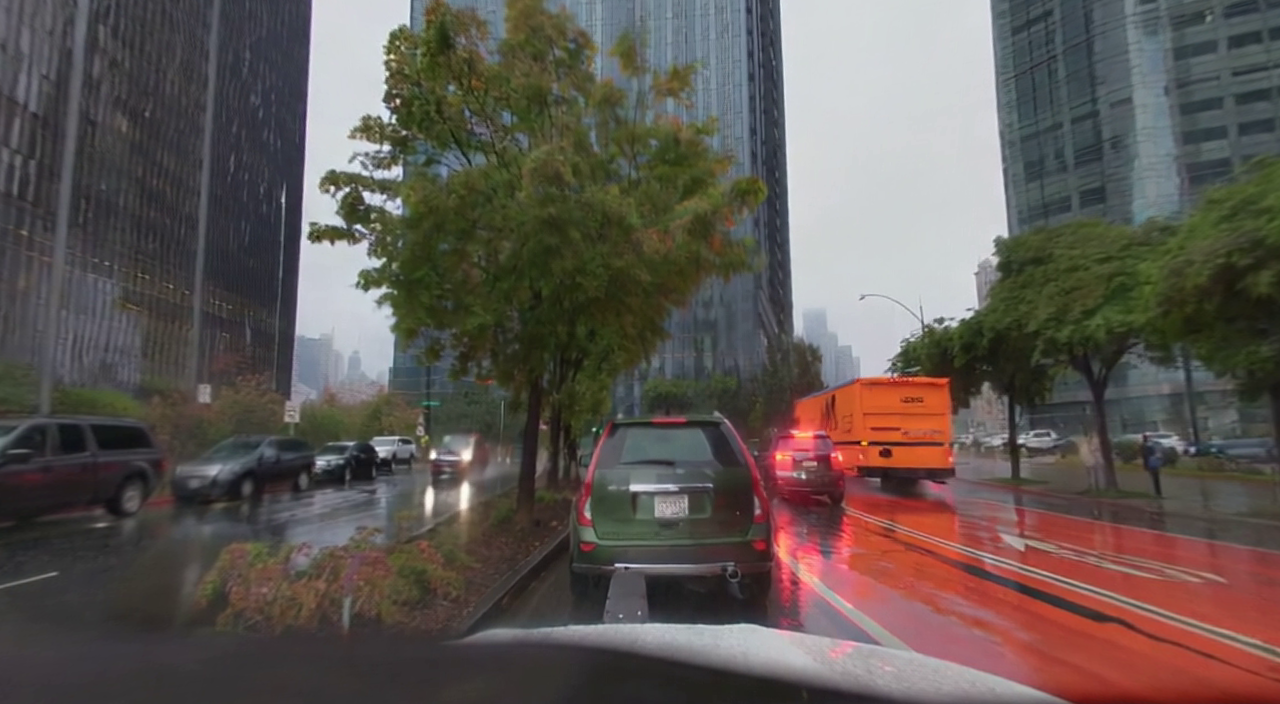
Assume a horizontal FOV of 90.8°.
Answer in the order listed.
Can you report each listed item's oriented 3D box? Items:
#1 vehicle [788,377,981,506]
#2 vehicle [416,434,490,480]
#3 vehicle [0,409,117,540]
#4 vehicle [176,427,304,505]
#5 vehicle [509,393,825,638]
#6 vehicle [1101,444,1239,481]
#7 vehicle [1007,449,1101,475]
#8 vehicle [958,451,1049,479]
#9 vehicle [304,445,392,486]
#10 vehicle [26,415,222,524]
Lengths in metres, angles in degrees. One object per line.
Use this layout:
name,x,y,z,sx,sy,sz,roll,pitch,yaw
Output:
vehicle,6.876,2.735,19.351,3.113,3.116,7.650,0,-8,3
vehicle,-7.934,4.503,27.369,2.198,1.779,4.926,1,-8,-6
vehicle,-10.478,1.925,10.004,1.543,1.946,3.454,1,-9,-6
vehicle,-11.196,3.183,17.998,1.559,1.973,3.419,1,-9,-5
vehicle,0.214,1.448,6.555,2.192,1.695,4.142,0,-8,1
vehicle,30.837,6.449,37.101,5.890,1.996,2.155,-6,-10,34
vehicle,28.083,7.434,42.956,5.153,1.626,1.895,-6,-10,34
vehicle,23.897,7.408,41.567,4.956,1.706,1.822,-6,-10,33
vehicle,-11.566,4.492,25.390,1.791,1.463,4.210,0,-9,-4
vehicle,-10.843,2.460,13.615,1.482,2.019,3.297,0,-9,-4
